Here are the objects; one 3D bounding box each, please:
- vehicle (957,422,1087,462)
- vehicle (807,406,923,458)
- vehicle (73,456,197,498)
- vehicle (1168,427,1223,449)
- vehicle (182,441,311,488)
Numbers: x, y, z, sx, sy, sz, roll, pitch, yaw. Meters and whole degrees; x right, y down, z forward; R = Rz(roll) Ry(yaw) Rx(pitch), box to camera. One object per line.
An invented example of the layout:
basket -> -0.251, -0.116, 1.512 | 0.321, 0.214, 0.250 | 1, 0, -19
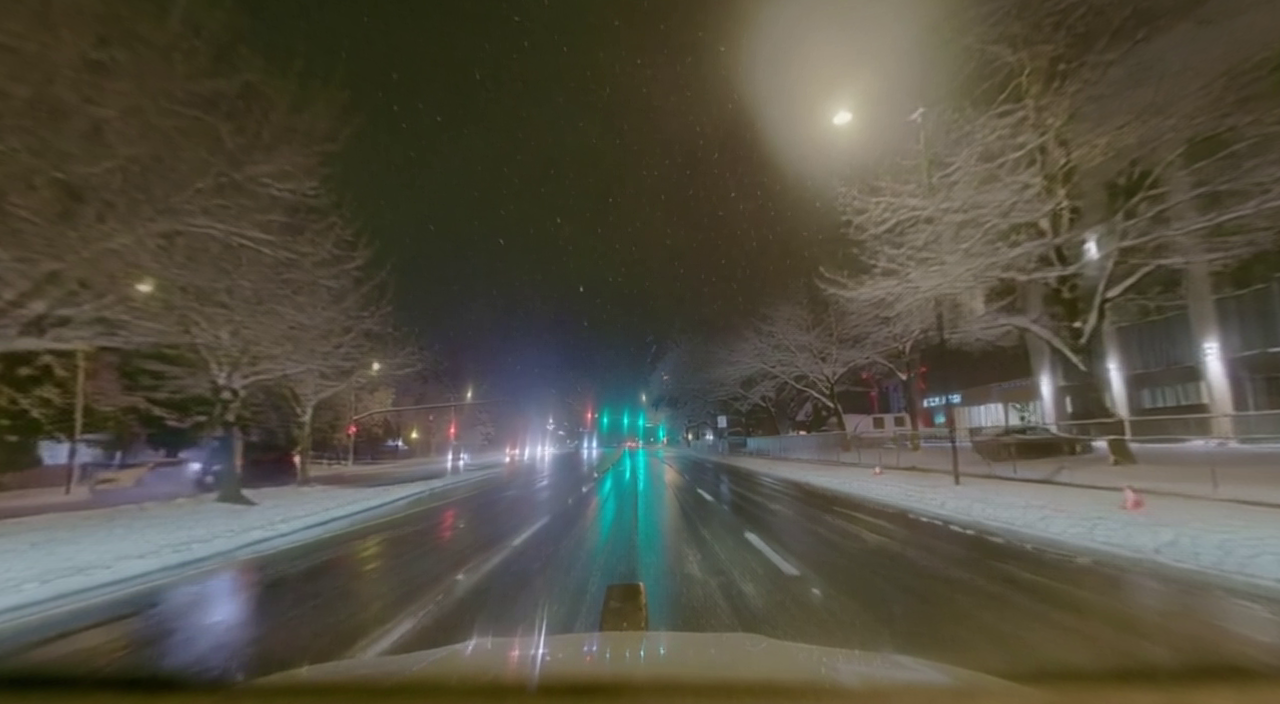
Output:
vehicle -> 16.906, 4.004, 28.038 | 4.450, 1.643, 1.996 | 0, -8, -1
vehicle -> 15.582, 5.611, 44.049 | 6.641, 3.391, 3.387 | -1, -8, -5
vehicle -> -23.571, 5.822, 29.690 | 1.957, 1.672, 4.743 | 0, -8, -1
vehicle -> 39.215, 6.070, 44.573 | 1.757, 1.439, 3.615 | -5, -9, 22
vehicle -> -15.215, 4.326, 24.821 | 2.015, 1.607, 5.241 | 0, -8, -4
